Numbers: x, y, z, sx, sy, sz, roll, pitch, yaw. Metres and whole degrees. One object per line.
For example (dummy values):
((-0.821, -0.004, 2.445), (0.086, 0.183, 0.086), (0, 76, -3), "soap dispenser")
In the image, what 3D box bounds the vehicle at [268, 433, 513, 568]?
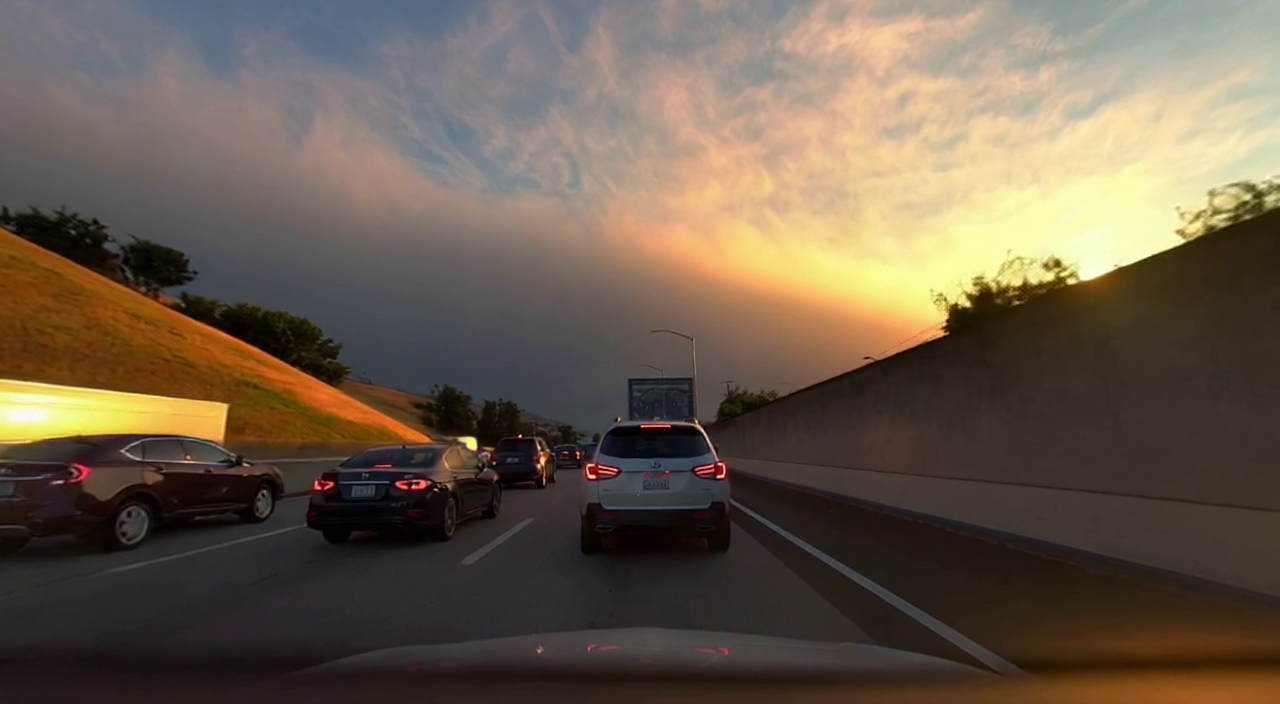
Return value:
((-3.243, 2.005, 9.203), (1.917, 1.506, 3.949), (0, -9, 1), "vehicle")

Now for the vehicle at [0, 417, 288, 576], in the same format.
((-7.467, 1.929, 9.187), (1.986, 1.700, 4.558), (0, -9, 1), "vehicle")

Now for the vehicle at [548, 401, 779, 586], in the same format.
((0.185, 1.772, 8.806), (2.210, 1.760, 5.303), (0, -9, -1), "vehicle")
